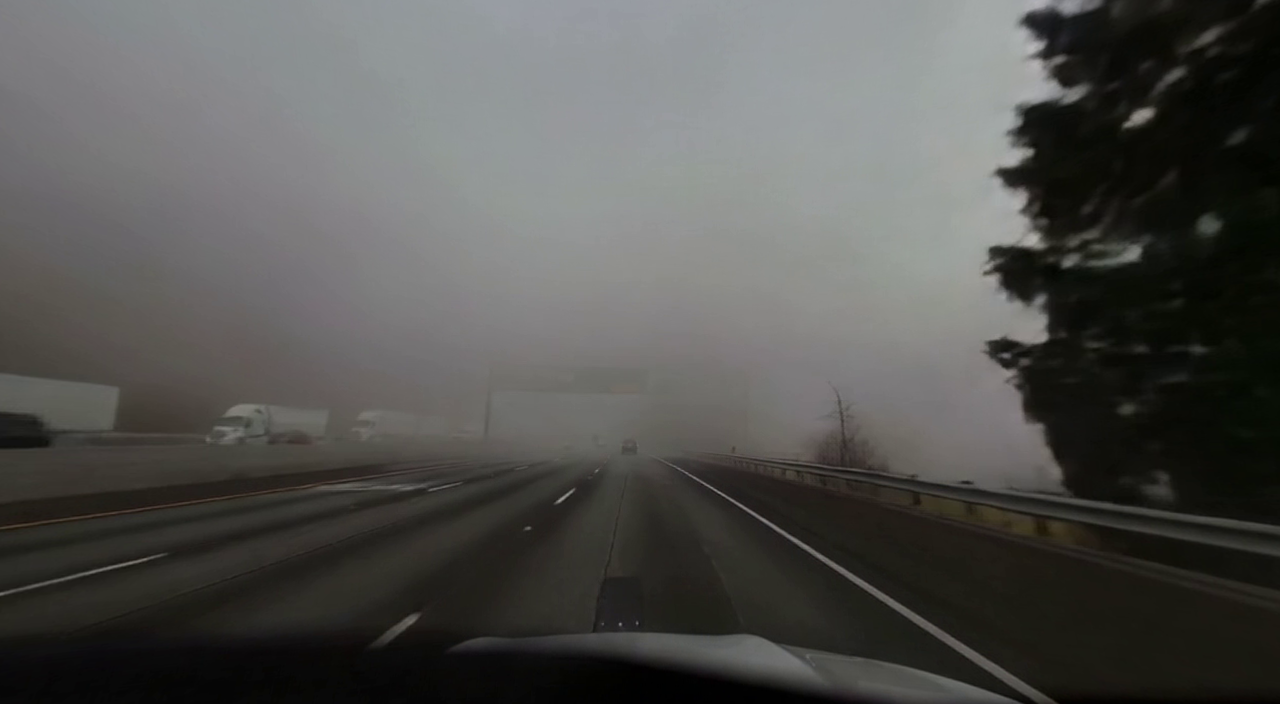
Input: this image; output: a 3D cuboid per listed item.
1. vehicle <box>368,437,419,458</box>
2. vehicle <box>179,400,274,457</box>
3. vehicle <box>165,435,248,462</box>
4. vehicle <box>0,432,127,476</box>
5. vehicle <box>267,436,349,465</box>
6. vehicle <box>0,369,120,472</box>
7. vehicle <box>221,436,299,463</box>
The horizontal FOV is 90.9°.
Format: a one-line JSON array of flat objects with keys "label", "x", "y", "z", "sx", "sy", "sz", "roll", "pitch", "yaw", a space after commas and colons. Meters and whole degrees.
[{"label": "vehicle", "x": -18.534, "y": 7.171, "z": 47.604, "sx": 2.088, "sy": 1.442, "sz": 4.286, "roll": 0, "pitch": -8, "yaw": -1}, {"label": "vehicle", "x": -30.224, "y": 5.659, "z": 46.405, "sx": 2.983, "sy": 3.944, "sz": 5.866, "roll": 0, "pitch": -8, "yaw": -2}, {"label": "vehicle", "x": -25.433, "y": 5.665, "z": 37.190, "sx": 1.816, "sy": 1.460, "sz": 4.384, "roll": 0, "pitch": -8, "yaw": -1}, {"label": "vehicle", "x": -21.449, "y": 3.664, "z": 23.021, "sx": 1.841, "sy": 1.459, "sz": 4.372, "roll": 0, "pitch": -8, "yaw": -2}, {"label": "vehicle", "x": -17.895, "y": 5.320, "z": 34.275, "sx": 2.083, "sy": 1.461, "sz": 4.419, "roll": 0, "pitch": -8, "yaw": -1}, {"label": "vehicle", "x": -25.348, "y": 2.485, "z": 22.962, "sx": 2.922, "sy": 3.800, "sz": 11.932, "roll": 0, "pitch": -8, "yaw": -2}, {"label": "vehicle", "x": -21.913, "y": 5.624, "z": 36.615, "sx": 1.911, "sy": 1.446, "sz": 4.389, "roll": 0, "pitch": -8, "yaw": -2}]
